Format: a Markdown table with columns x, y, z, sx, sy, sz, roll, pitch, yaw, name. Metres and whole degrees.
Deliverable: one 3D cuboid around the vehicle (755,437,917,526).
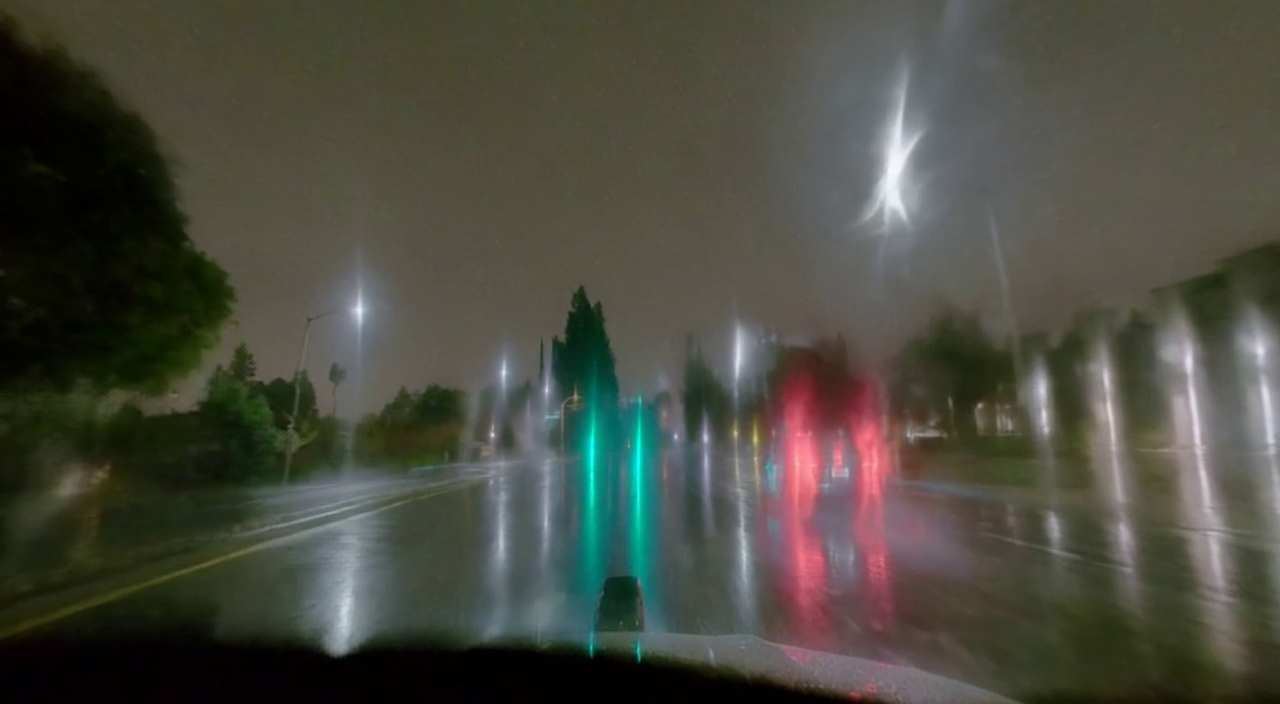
| x | y | z | sx | sy | sz | roll | pitch | yaw | name |
| --- | --- | --- | --- | --- | --- | --- | --- | --- | --- |
| 3.613 | 2.451 | 12.516 | 1.852 | 1.453 | 4.083 | 0 | -9 | -1 | vehicle |
